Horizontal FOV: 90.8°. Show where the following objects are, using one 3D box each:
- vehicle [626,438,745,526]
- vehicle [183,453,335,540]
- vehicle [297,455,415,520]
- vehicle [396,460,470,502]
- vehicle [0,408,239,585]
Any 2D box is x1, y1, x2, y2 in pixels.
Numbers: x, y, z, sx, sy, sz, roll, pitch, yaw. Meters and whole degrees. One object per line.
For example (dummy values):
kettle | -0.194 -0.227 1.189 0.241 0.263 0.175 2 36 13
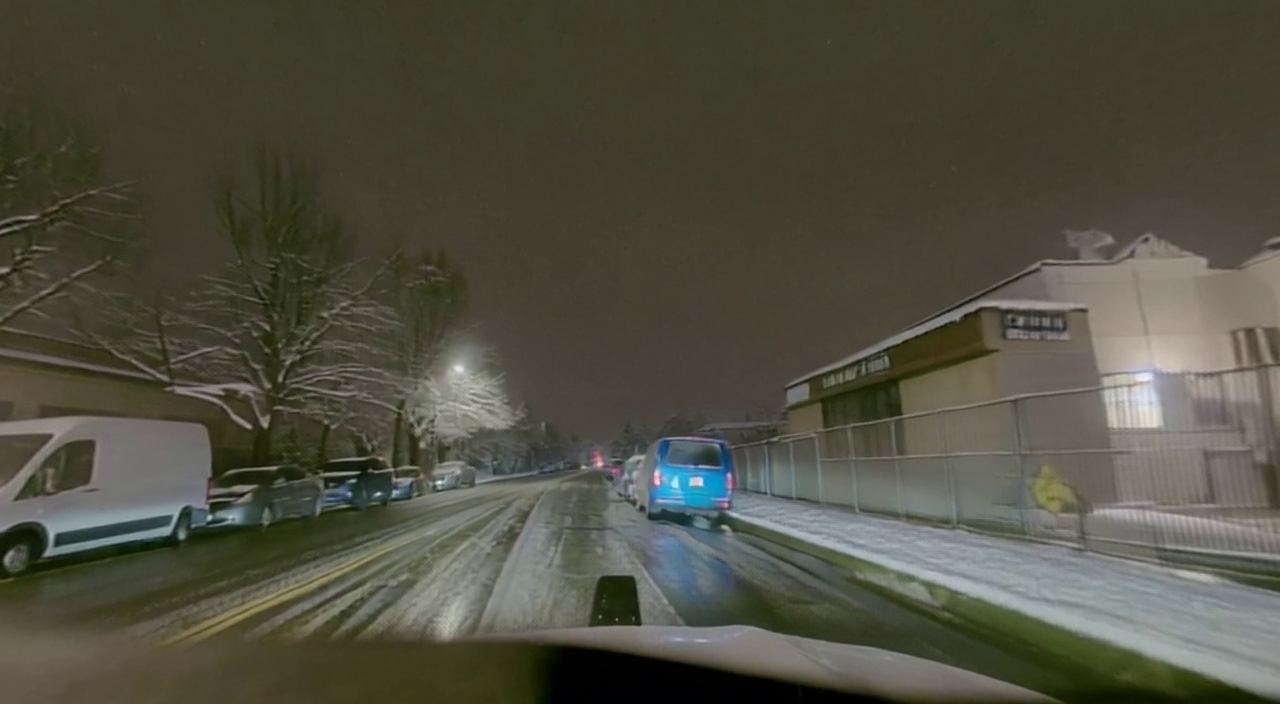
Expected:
vehicle | 1.020 3.517 17.970 2.327 2.021 5.850 0 -9 -6
vehicle | -9.951 3.720 16.928 1.857 1.908 4.081 0 -8 -6
vehicle | -10.342 4.926 23.638 2.304 1.937 5.720 -1 -8 -6
vehicle | -11.208 6.975 34.715 2.504 1.919 5.658 0 -8 -4
vehicle | -9.485 2.389 10.852 2.435 2.308 4.937 -3 -9 -7
